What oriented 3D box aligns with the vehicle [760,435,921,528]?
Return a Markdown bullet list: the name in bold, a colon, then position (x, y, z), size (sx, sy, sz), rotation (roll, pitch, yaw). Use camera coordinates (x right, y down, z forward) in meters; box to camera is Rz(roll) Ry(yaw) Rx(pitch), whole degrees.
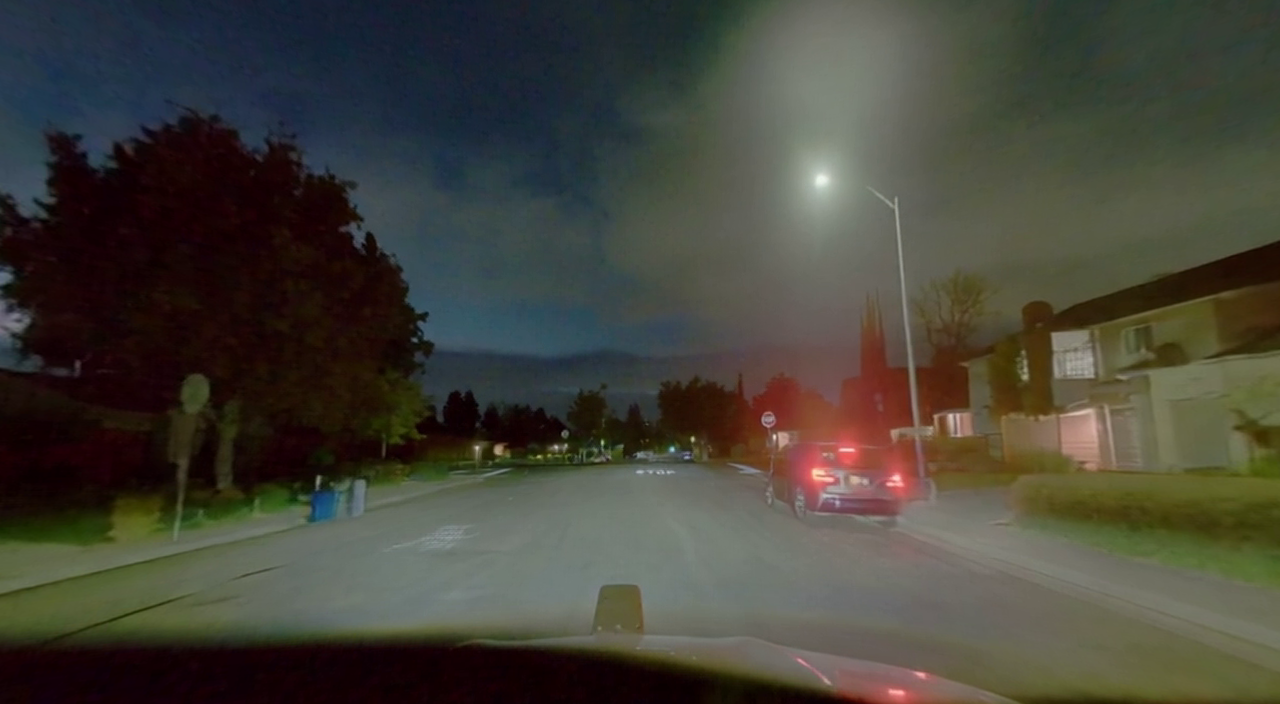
- **vehicle**: position (3.726, 2.468, 12.583), size (1.975, 1.528, 4.000), rotation (0, -9, 2)
